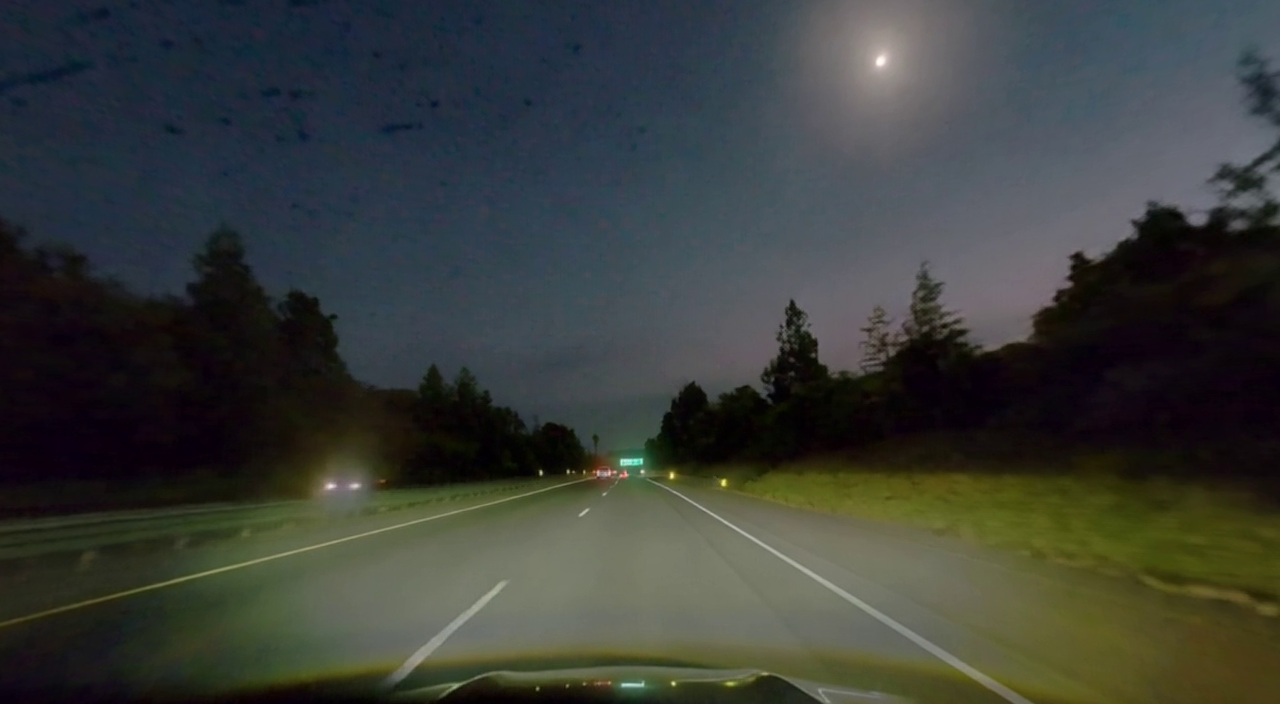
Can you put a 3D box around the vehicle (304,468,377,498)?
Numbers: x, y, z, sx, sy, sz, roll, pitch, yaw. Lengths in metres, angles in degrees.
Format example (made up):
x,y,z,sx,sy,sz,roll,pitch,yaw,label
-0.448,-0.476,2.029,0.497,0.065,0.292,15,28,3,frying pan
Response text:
x,y,z,sx,sy,sz,roll,pitch,yaw,label
-15.842,6.956,33.629,1.839,1.472,4.131,1,-10,0,vehicle
